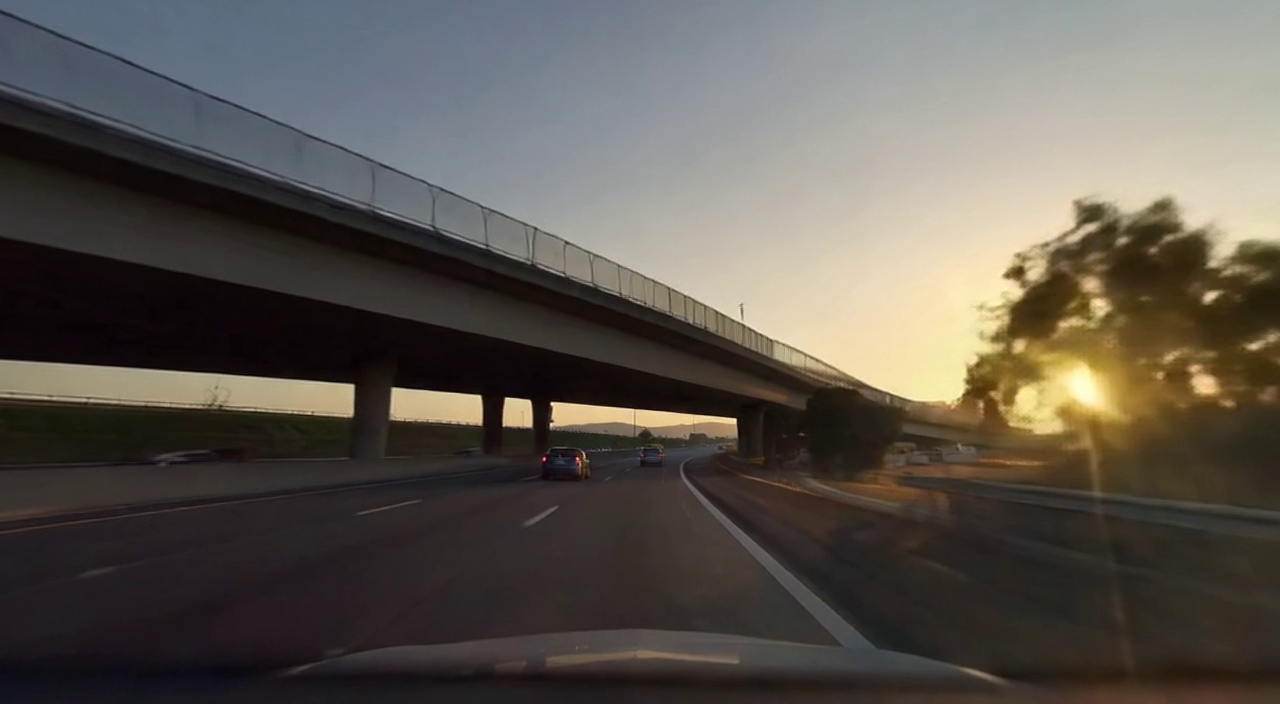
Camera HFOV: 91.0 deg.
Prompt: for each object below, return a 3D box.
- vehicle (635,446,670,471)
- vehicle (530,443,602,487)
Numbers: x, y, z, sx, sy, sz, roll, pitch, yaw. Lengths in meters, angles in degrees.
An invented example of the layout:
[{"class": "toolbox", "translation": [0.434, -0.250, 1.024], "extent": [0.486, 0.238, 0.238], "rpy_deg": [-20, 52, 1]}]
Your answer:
[{"class": "vehicle", "translation": [0.820, 6.791, 40.222], "extent": [2.129, 1.502, 4.321], "rpy_deg": [-1, -9, 2]}, {"class": "vehicle", "translation": [-2.781, 4.362, 24.611], "extent": [2.129, 1.563, 4.387], "rpy_deg": [-1, -9, 2]}]
